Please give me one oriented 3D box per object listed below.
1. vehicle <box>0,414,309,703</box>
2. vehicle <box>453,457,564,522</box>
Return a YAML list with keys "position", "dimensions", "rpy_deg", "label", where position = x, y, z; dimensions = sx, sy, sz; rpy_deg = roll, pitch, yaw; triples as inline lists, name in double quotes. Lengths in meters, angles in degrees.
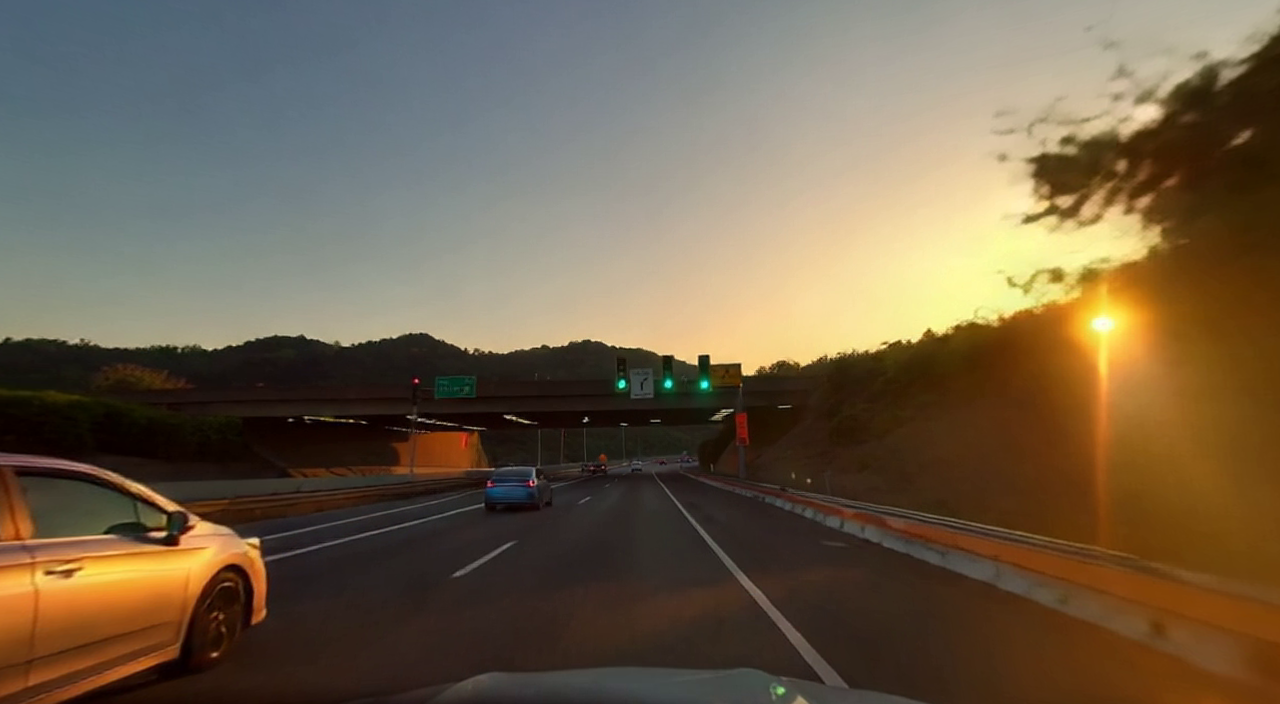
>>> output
- position: [-3.653, 0.969, 2.358]
  dimensions: [2.023, 1.507, 5.082]
  rpy_deg: [1, -10, 0]
  label: "vehicle"
- position: [-3.268, 3.525, 16.499]
  dimensions: [1.992, 1.466, 3.690]
  rpy_deg: [0, -10, 2]
  label: "vehicle"
